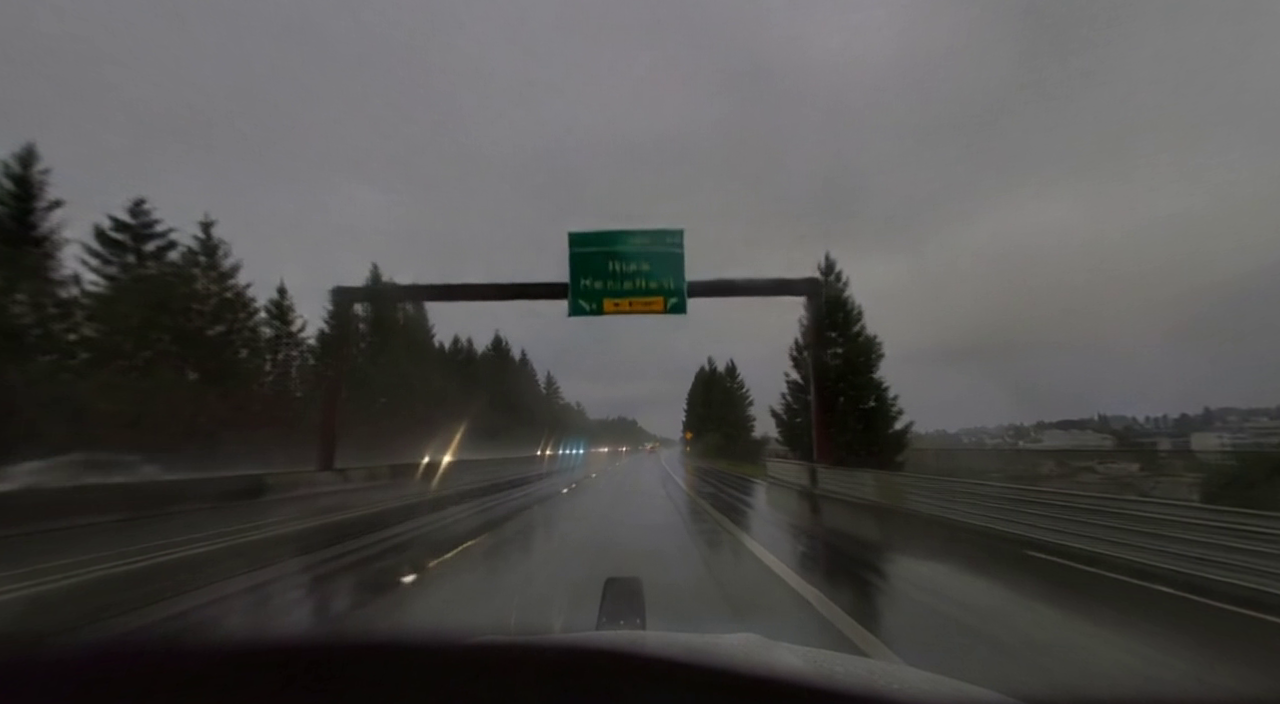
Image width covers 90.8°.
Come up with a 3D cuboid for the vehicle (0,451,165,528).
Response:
[{"bbox_3d":[-13.180,2.946,14.034,1.853,1.448,4.331,0,-9,0],"label":"vehicle"}]
